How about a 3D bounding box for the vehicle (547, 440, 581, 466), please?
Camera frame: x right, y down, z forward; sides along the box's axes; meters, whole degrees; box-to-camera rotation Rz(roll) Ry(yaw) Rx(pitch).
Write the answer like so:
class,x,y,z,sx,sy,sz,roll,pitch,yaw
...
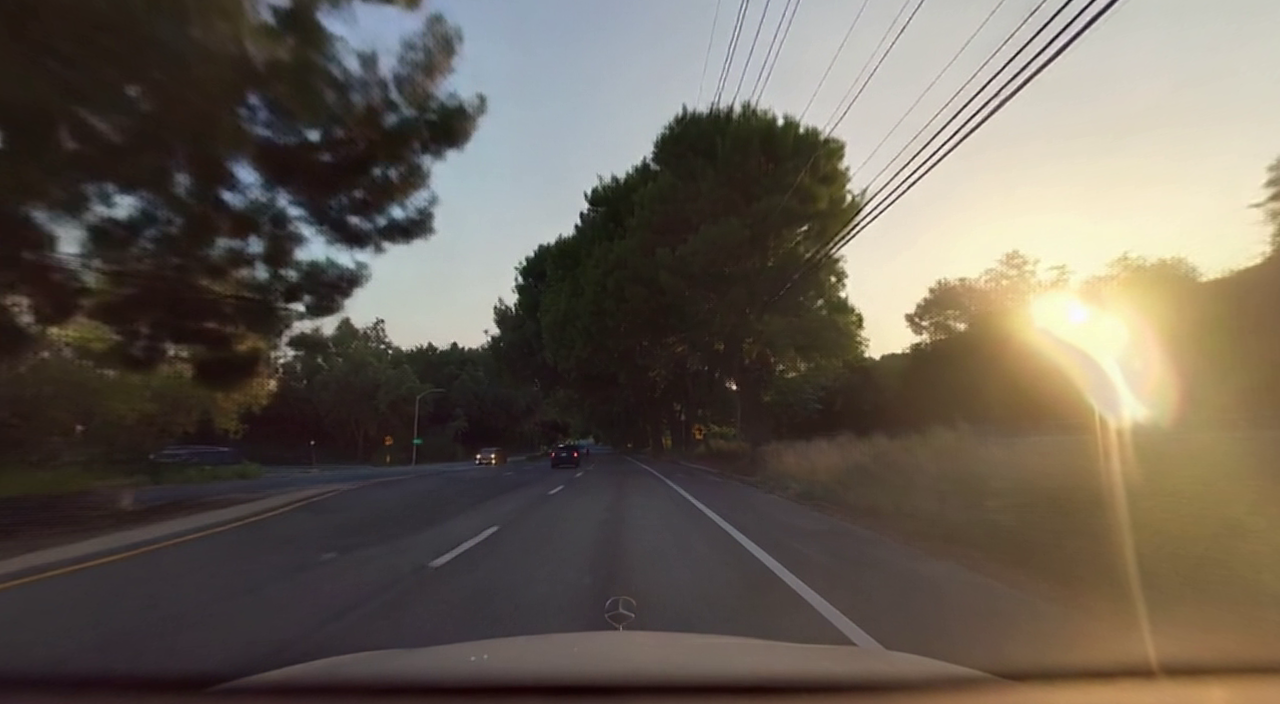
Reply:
class,x,y,z,sx,sy,sz,roll,pitch,yaw
vehicle,-5.884,7.881,49.380,2.246,1.885,5.275,1,-9,-3
